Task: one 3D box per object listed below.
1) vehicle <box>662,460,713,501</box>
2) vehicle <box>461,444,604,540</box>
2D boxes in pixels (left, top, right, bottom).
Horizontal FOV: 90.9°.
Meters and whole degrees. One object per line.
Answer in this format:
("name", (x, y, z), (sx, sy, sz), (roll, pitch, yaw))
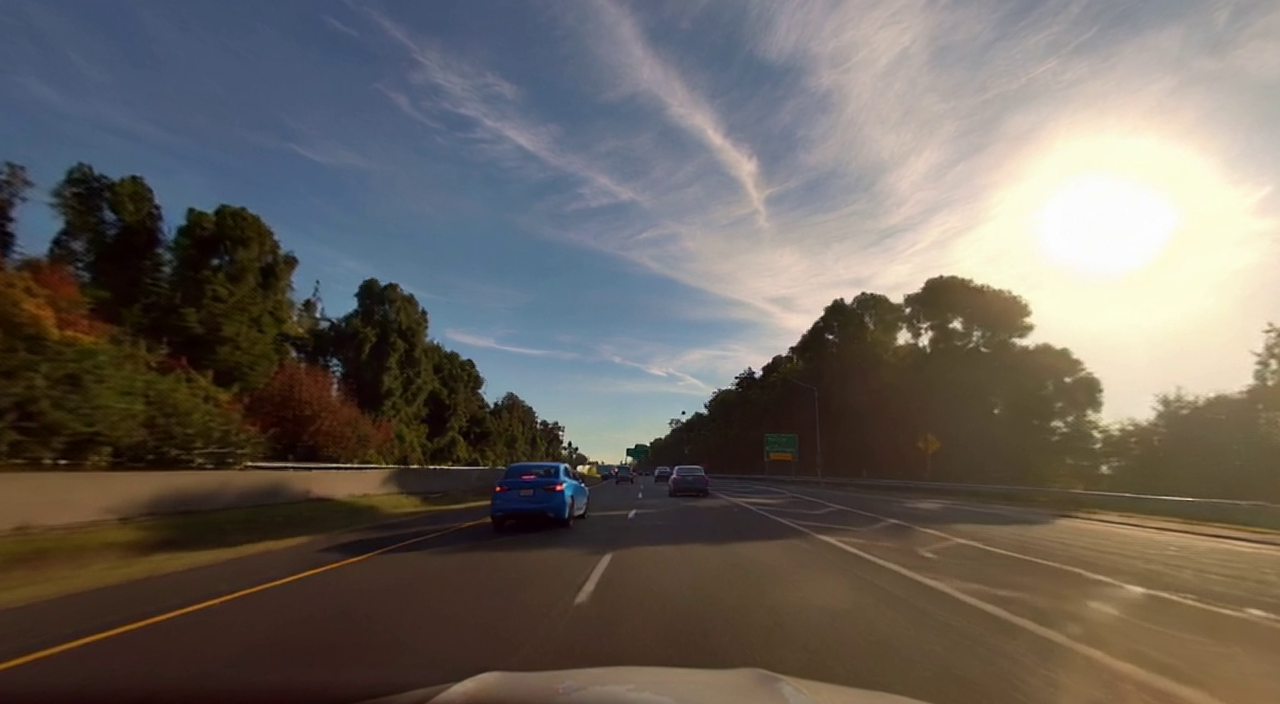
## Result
("vehicle", (1.964, 5.423, 26.749), (1.905, 1.559, 3.491), (1, -10, 0))
("vehicle", (-2.077, 2.966, 13.800), (2.176, 1.678, 4.724), (0, -10, 1))
